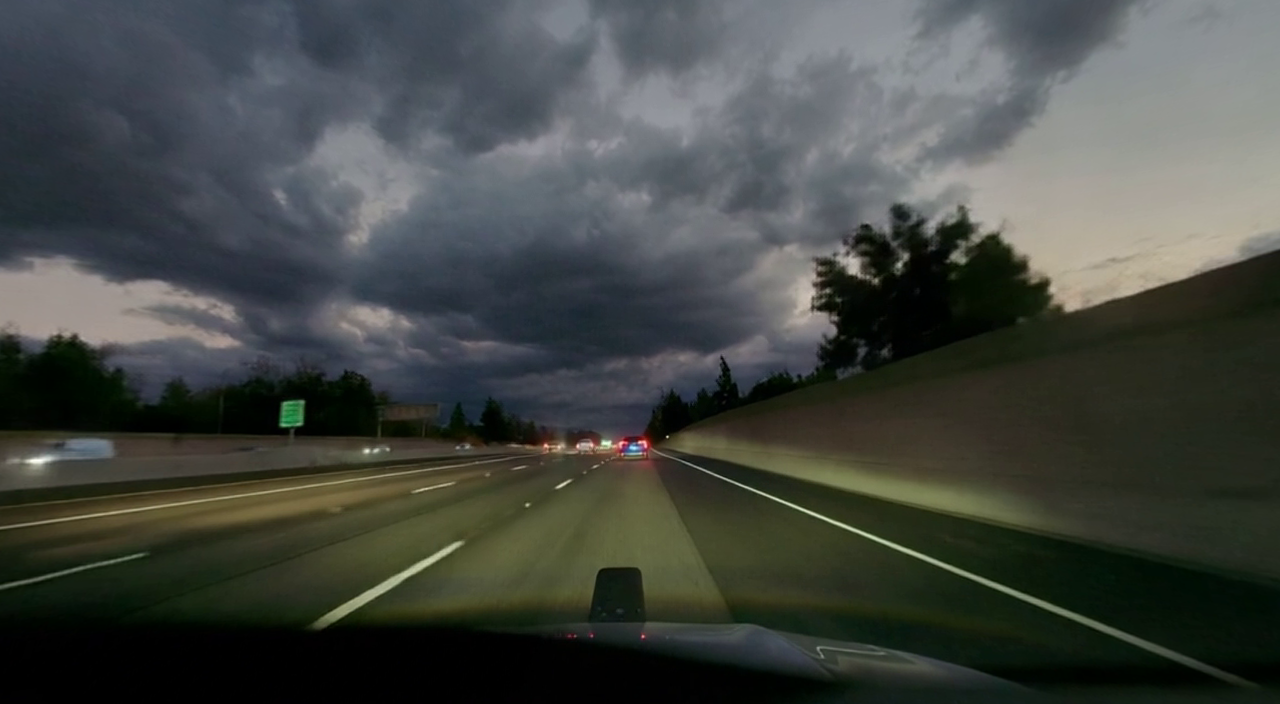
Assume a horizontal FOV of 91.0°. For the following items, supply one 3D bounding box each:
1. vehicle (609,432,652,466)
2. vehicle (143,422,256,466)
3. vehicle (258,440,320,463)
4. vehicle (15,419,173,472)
[{"bbox_3d":[-0.460,5.134,33.384,2.141,1.706,4.065,0,-8,0],"label":"vehicle"},{"bbox_3d":[-33.077,6.971,47.750,2.783,3.064,7.843,0,-8,0],"label":"vehicle"},{"bbox_3d":[-25.443,7.237,45.878,1.894,1.591,4.497,0,-8,0],"label":"vehicle"},{"bbox_3d":[-33.141,5.764,38.750,2.699,2.912,7.678,0,-8,1],"label":"vehicle"}]
